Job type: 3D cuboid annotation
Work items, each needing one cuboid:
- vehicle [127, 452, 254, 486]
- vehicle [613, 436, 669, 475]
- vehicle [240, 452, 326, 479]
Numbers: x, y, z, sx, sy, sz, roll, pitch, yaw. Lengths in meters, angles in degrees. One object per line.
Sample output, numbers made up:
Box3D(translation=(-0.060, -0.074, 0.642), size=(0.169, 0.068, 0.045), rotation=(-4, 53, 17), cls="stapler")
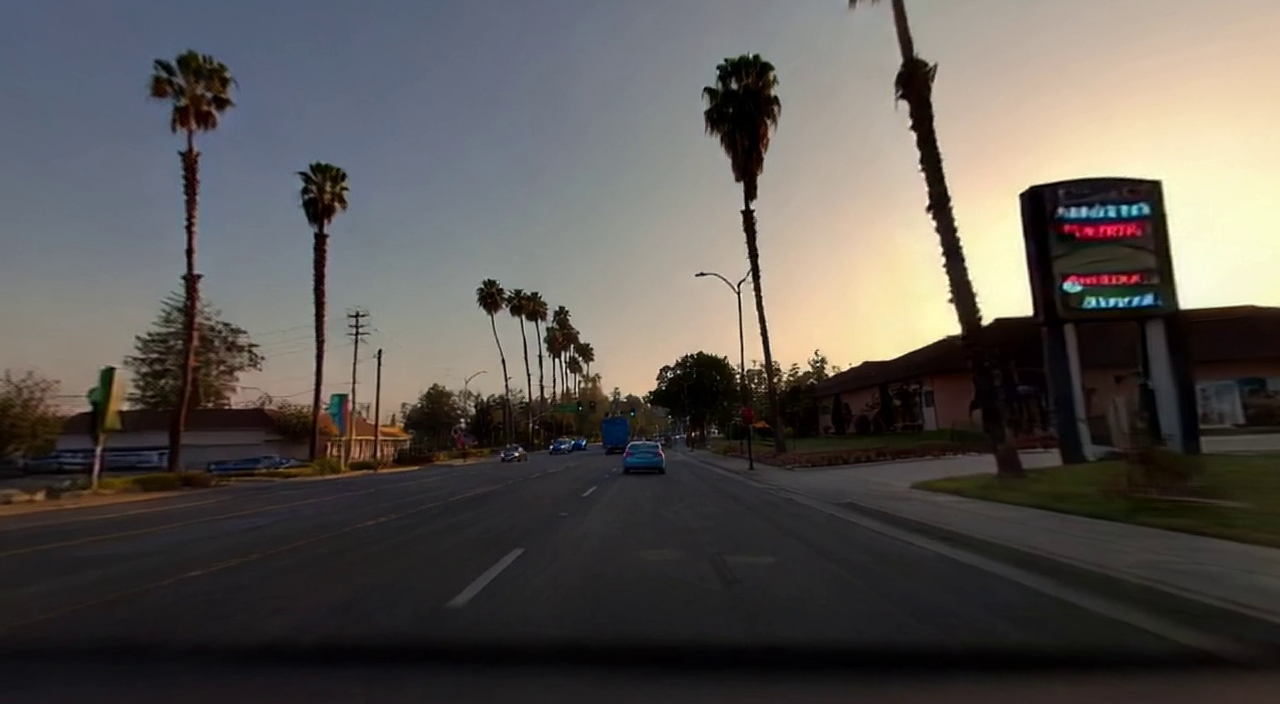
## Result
Box3D(translation=(-21.345, 5.565, 30.043), size=(4.440, 1.498, 2.001), rotation=(3, -9, -20), cls="vehicle")
Box3D(translation=(0.074, 4.319, 26.397), size=(2.144, 1.514, 4.063), rotation=(0, -9, 1), cls="vehicle")
Box3D(translation=(-21.534, 6.802, 37.975), size=(4.320, 1.496, 2.046), rotation=(5, -10, -29), cls="vehicle")
